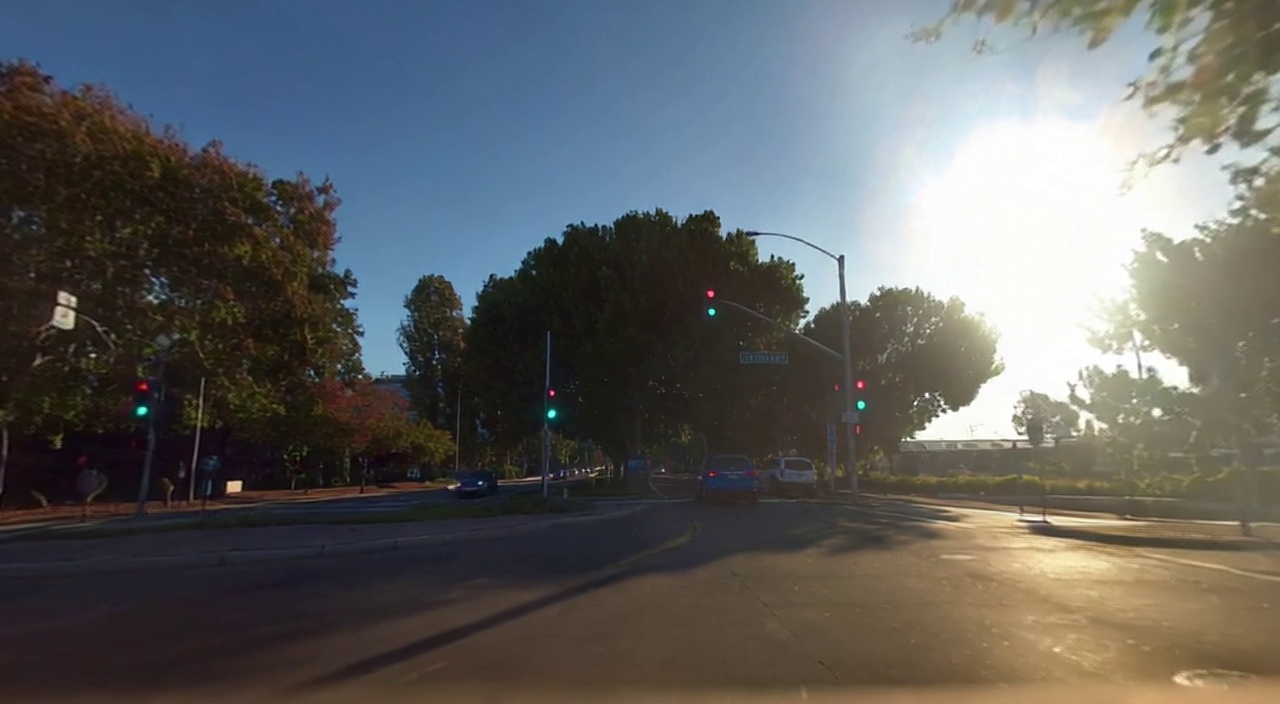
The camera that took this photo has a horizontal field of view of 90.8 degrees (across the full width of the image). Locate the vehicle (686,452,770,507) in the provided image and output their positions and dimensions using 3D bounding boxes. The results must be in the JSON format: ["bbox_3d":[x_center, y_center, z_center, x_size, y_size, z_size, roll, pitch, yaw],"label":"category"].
[{"bbox_3d":[2.933,4.385,22.256,2.140,1.655,4.786,0,-9,-2],"label":"vehicle"}]

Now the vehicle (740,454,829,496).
[{"bbox_3d":[8.732,7.529,39.223,2.771,2.214,7.159,2,-9,-10],"label":"vehicle"}]

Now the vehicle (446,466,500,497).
[{"bbox_3d":[-8.980,6.992,34.312,1.818,1.397,4.026,0,-9,0],"label":"vehicle"}]
